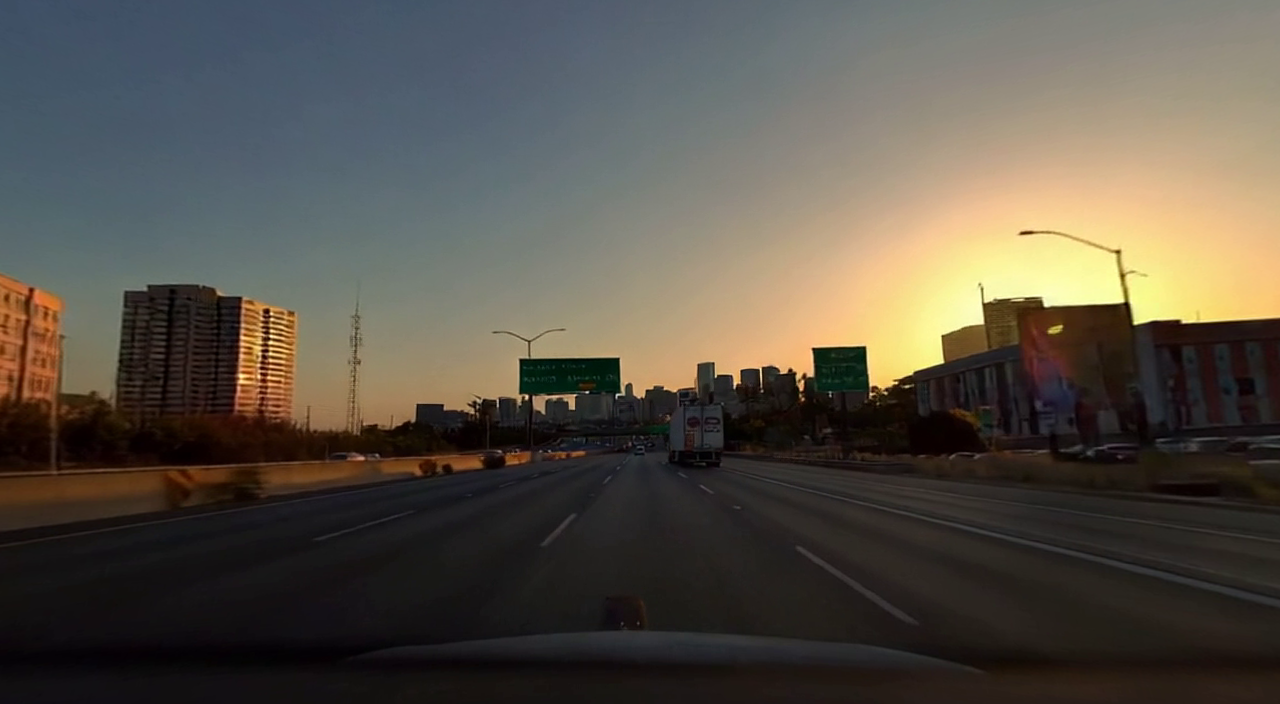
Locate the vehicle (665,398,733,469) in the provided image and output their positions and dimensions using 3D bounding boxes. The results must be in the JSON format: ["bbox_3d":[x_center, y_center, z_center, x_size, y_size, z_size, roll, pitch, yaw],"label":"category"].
[{"bbox_3d":[3.819,6.094,45.511,3.247,4.224,15.996,0,-9,-1],"label":"vehicle"}]
